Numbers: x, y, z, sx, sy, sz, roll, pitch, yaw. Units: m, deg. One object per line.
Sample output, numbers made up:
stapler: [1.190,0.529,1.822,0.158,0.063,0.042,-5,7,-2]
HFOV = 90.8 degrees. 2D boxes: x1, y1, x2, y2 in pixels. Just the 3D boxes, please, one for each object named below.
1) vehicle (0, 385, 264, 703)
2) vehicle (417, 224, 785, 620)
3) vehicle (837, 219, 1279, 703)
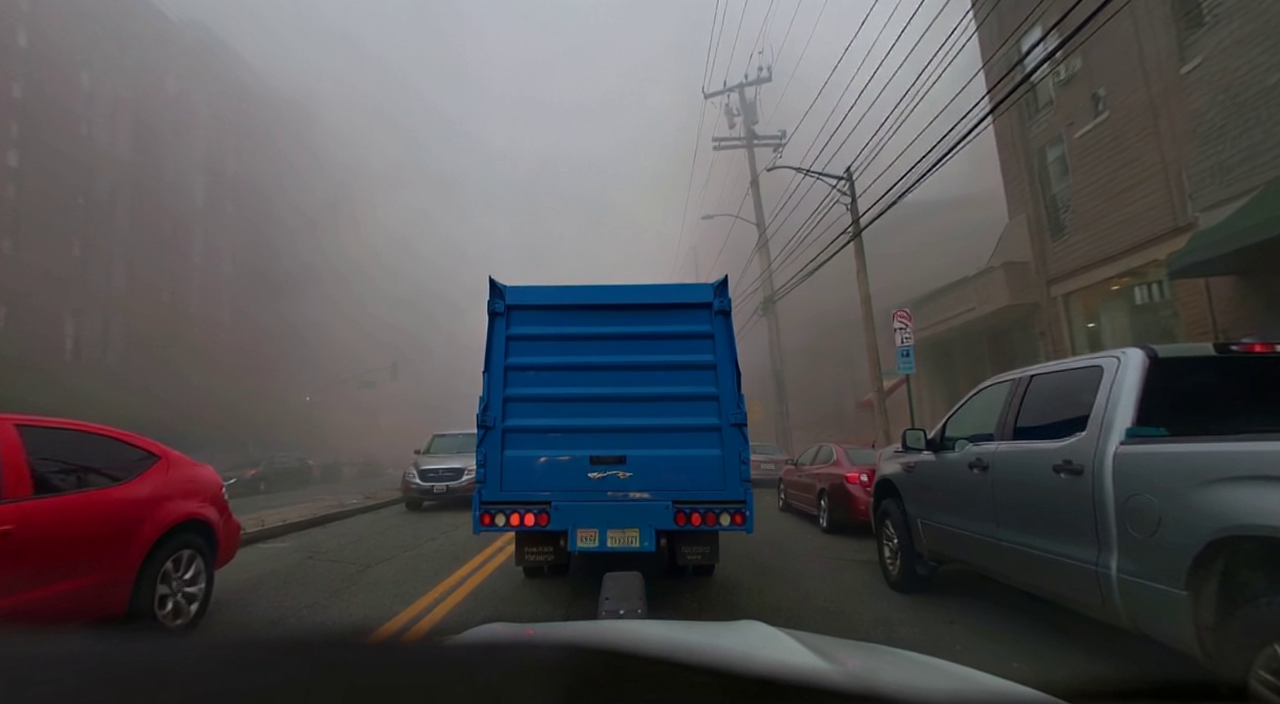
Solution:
vehicle: [-4.124,0.973,2.894,1.988,1.657,4.492,0,-9,0]
vehicle: [-0.231,1.110,9.244,2.878,3.204,8.244,0,-8,1]
vehicle: [3.232,0.838,3.876,2.242,1.979,5.722,0,-9,1]
